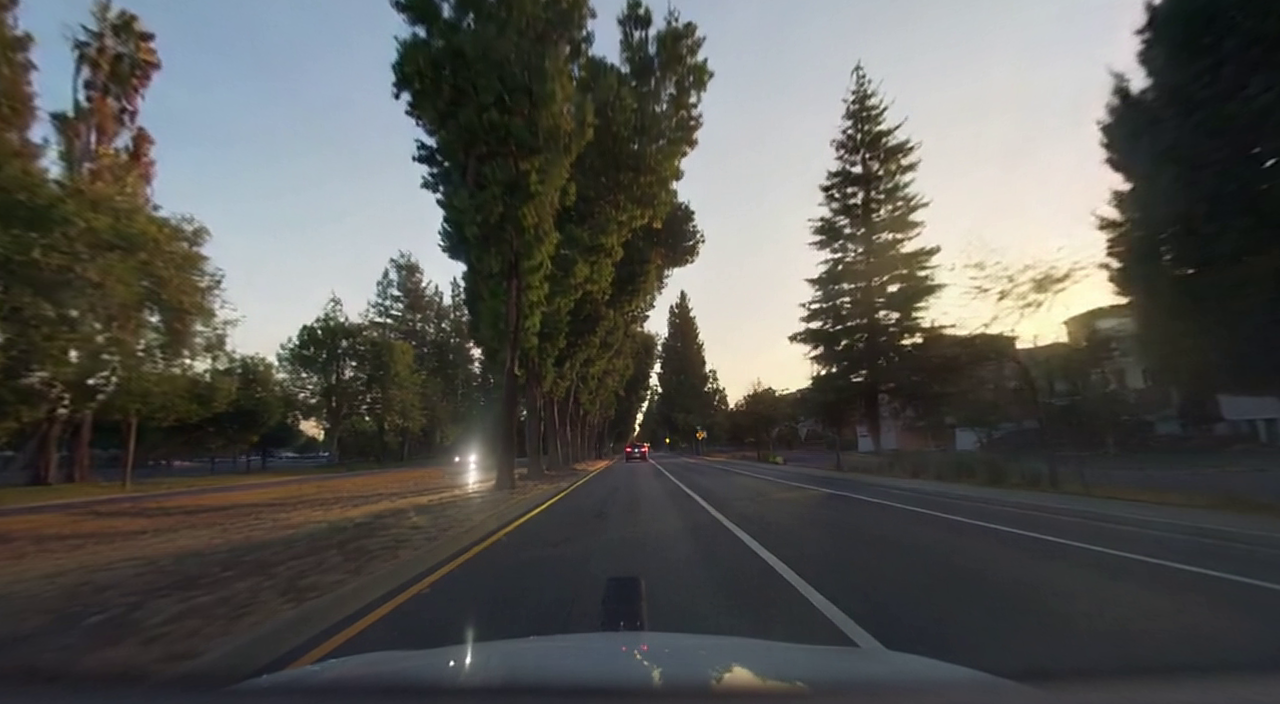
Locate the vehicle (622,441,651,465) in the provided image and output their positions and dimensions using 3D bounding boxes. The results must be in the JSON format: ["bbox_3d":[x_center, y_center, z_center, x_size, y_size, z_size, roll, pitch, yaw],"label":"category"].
[{"bbox_3d":[-0.268,7.380,46.372,2.016,1.665,3.932,0,-9,-1],"label":"vehicle"}]
